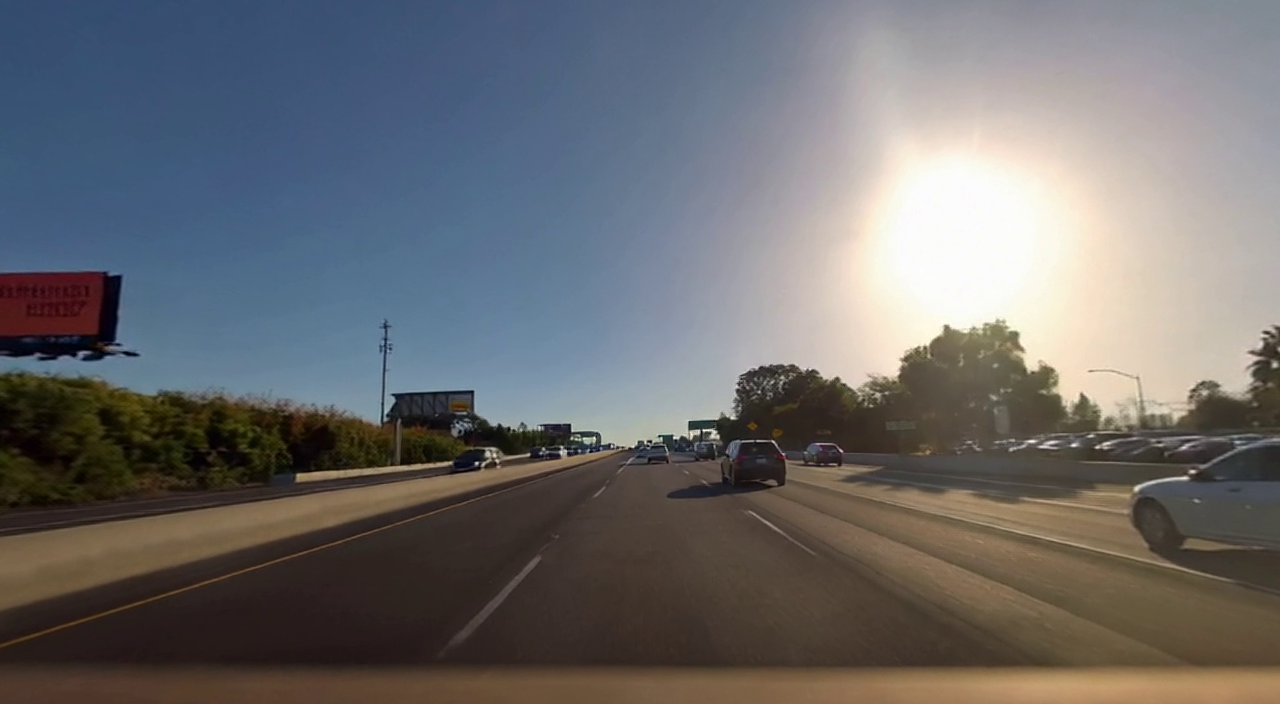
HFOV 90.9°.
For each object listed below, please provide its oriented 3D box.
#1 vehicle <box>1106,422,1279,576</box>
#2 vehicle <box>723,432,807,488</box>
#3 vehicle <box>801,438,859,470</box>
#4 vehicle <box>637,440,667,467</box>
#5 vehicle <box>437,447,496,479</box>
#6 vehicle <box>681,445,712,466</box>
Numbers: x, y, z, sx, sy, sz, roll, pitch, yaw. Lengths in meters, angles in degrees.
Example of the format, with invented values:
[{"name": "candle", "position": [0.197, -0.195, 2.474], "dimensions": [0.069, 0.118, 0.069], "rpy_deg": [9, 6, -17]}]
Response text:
[{"name": "vehicle", "position": [7.431, 1.517, 6.583], "dimensions": [1.807, 1.558, 4.352], "rpy_deg": [0, -8, 0]}, {"name": "vehicle", "position": [4.513, 3.971, 23.515], "dimensions": [2.075, 1.845, 4.667], "rpy_deg": [0, -8, -1]}, {"name": "vehicle", "position": [11.360, 6.123, 38.127], "dimensions": [2.028, 1.801, 4.503], "rpy_deg": [0, -8, -1]}, {"name": "vehicle", "position": [0.854, 7.509, 46.885], "dimensions": [2.145, 1.832, 4.004], "rpy_deg": [0, -8, 0]}, {"name": "vehicle", "position": [-9.977, 6.386, 36.659], "dimensions": [2.065, 1.709, 4.466], "rpy_deg": [-1, -8, 1]}, {"name": "vehicle", "position": [4.192, 7.771, 47.571], "dimensions": [1.902, 1.532, 4.181], "rpy_deg": [0, -8, -1]}]
